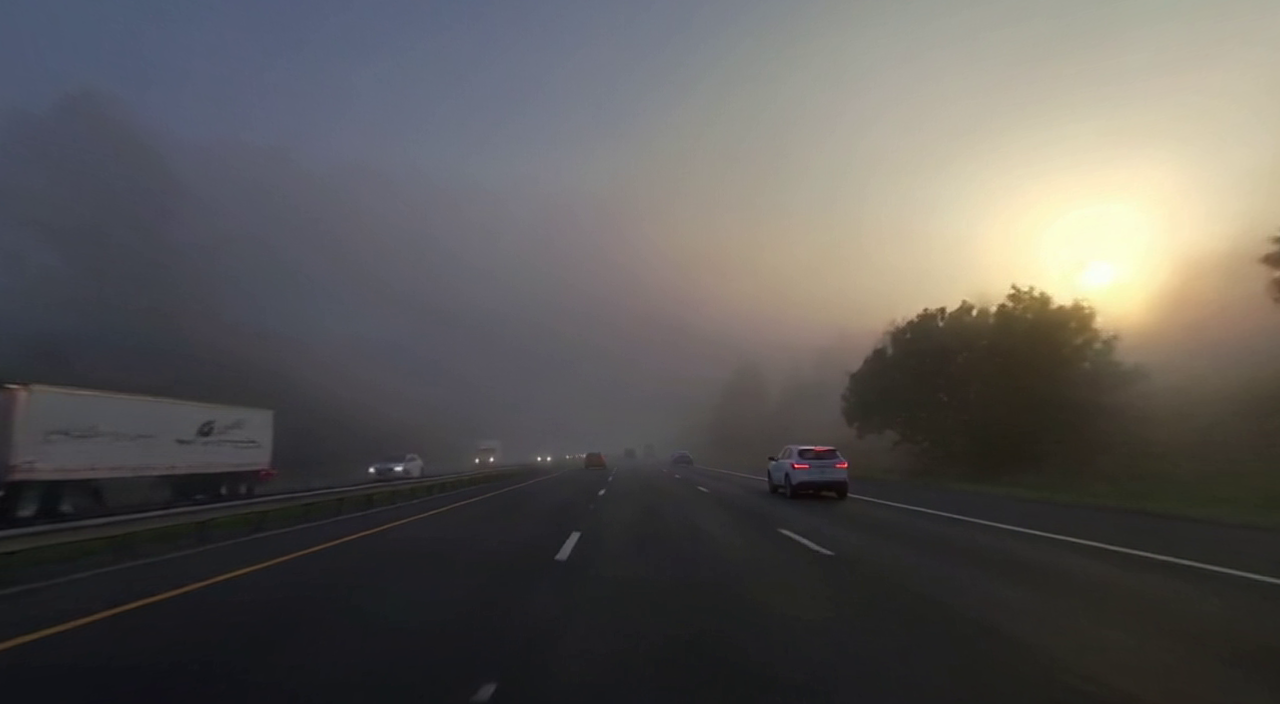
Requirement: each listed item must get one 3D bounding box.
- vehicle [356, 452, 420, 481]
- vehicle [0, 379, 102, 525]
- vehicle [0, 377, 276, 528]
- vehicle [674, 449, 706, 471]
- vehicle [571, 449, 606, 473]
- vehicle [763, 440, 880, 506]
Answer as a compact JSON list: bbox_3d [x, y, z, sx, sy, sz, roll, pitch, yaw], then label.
[{"bbox_3d":[-15.411,6.992,38.833,2.034,1.647,4.778,0,-9,-1],"label":"vehicle"},{"bbox_3d":[-19.254,2.803,17.670,2.977,4.017,5.889,0,-9,-2],"label":"vehicle"},{"bbox_3d":[-19.466,3.834,24.298,2.919,4.173,14.038,0,-9,-2],"label":"vehicle"},{"bbox_3d":[3.546,7.703,45.103,1.846,1.480,3.694,0,-9,-2],"label":"vehicle"},{"bbox_3d":[-3.420,7.316,42.564,2.021,1.507,4.272,0,-9,-1],"label":"vehicle"},{"bbox_3d":[4.783,3.232,17.263,1.903,1.566,3.866,0,-9,-2],"label":"vehicle"}]
